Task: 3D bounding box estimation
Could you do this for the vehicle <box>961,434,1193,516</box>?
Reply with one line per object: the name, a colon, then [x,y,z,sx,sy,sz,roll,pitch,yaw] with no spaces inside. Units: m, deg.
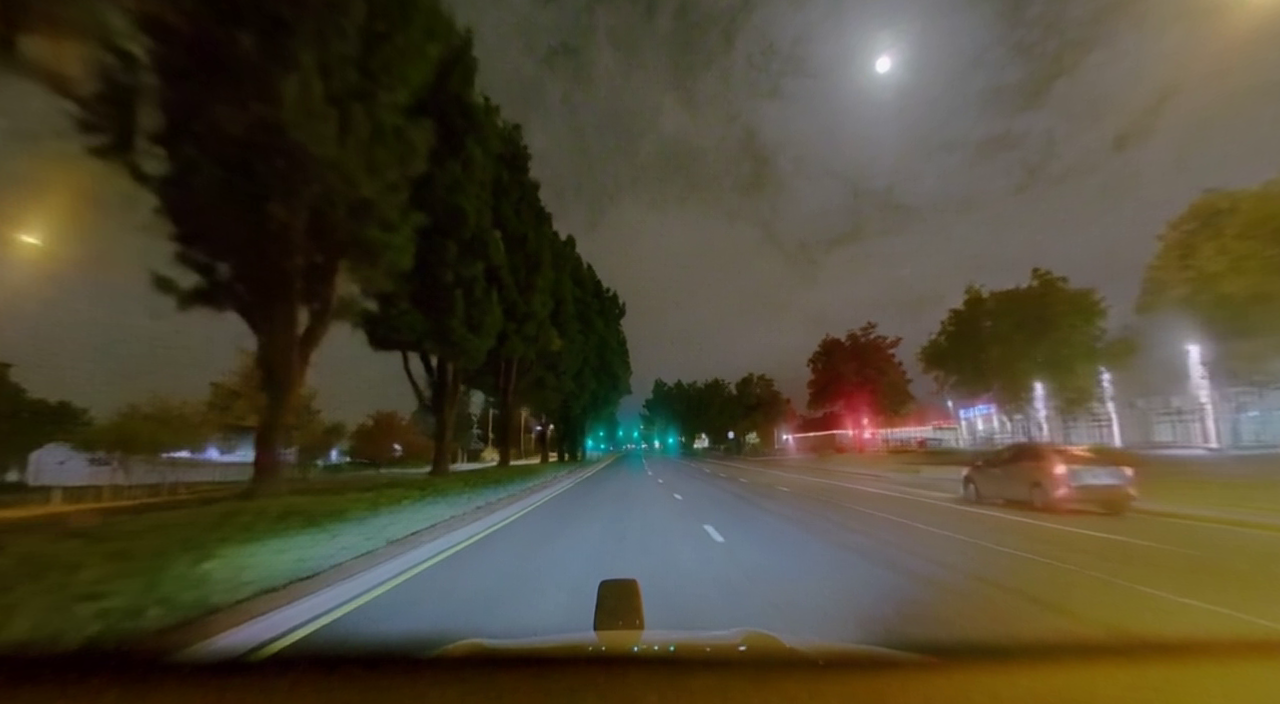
vehicle: [9.613,2.735,14.494,1.981,1.557,4.456,0,-9,-2]
